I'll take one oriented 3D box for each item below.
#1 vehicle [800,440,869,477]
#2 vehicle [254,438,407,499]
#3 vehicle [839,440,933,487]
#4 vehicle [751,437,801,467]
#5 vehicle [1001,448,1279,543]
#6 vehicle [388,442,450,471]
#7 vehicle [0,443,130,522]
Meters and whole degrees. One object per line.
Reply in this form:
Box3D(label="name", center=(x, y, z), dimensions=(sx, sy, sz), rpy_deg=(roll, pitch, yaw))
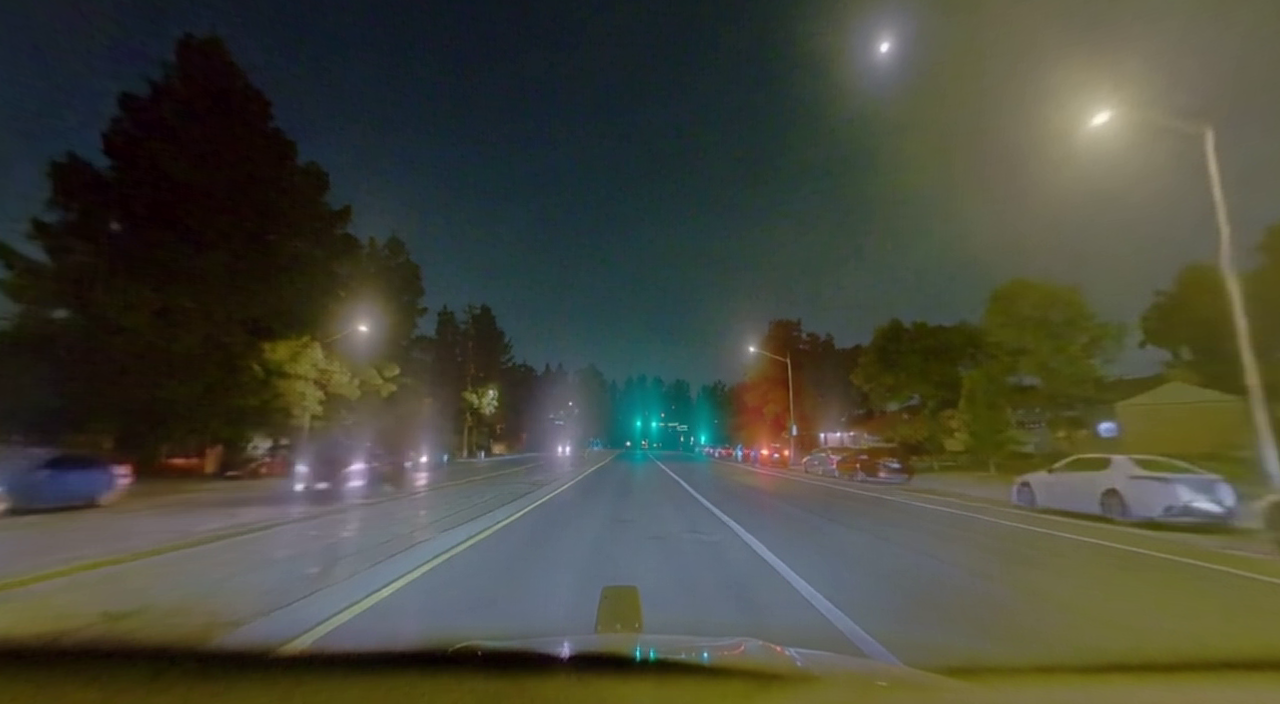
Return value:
Box3D(label="vehicle", center=(9.567, 5.244, 31.407), dimensions=(1.949, 1.698, 4.351), rpy_deg=(0, -8, -1))
Box3D(label="vehicle", center=(-8.571, 3.239, 18.094), dimensions=(1.979, 1.484, 4.711), rpy_deg=(0, -8, 1))
Box3D(label="vehicle", center=(9.689, 4.410, 25.322), dimensions=(1.885, 1.685, 4.430), rpy_deg=(0, -8, -2))
Box3D(label="vehicle", center=(9.604, 7.093, 45.074), dimensions=(2.209, 1.982, 5.787), rpy_deg=(0, -8, 0))
Box3D(label="vehicle", center=(9.534, 2.659, 12.506), dimensions=(1.918, 1.454, 4.683), rpy_deg=(0, -8, -1))
Box3D(label="vehicle", center=(-12.277, 5.831, 35.444), dimensions=(1.874, 1.475, 4.453), rpy_deg=(0, -8, 0))
Box3D(label="vehicle", center=(-12.608, 2.506, 12.343), dimensions=(1.769, 1.418, 4.173), rpy_deg=(0, -8, 0))
